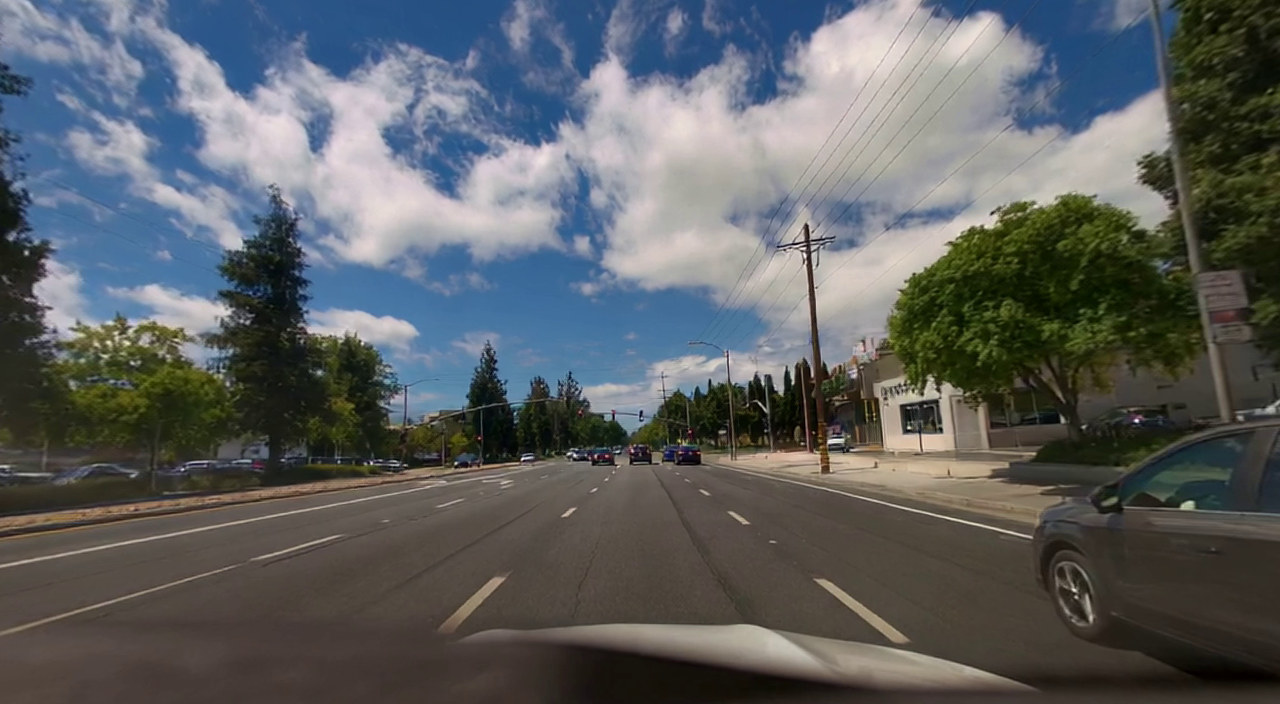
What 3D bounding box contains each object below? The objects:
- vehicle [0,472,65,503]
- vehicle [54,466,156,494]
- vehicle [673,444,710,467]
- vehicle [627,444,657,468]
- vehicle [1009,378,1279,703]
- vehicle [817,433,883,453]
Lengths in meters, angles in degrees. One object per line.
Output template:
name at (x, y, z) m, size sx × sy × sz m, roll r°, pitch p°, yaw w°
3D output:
vehicle at (-33.743, 7.224, 33.666) m, size 4.234 × 1.462 × 1.921 m, roll 5°, pitch -10°, yaw -34°
vehicle at (-33.826, 8.109, 40.138) m, size 4.560 × 1.530 × 1.950 m, roll 5°, pitch -10°, yaw -31°
vehicle at (3.808, 7.691, 47.122) m, size 2.198 × 1.660 × 4.512 m, roll 0°, pitch -9°, yaw -2°
vehicle at (0.134, 7.778, 47.597) m, size 2.146 × 1.685 × 4.003 m, roll 0°, pitch -9°, yaw -1°
vehicle at (3.794, 0.857, 2.472) m, size 1.889 × 1.572 × 4.605 m, roll 0°, pitch -9°, yaw 0°
vehicle at (15.924, 6.938, 48.123) m, size 4.344 × 1.512 × 1.936 m, roll -1°, pitch -9°, yaw 4°
